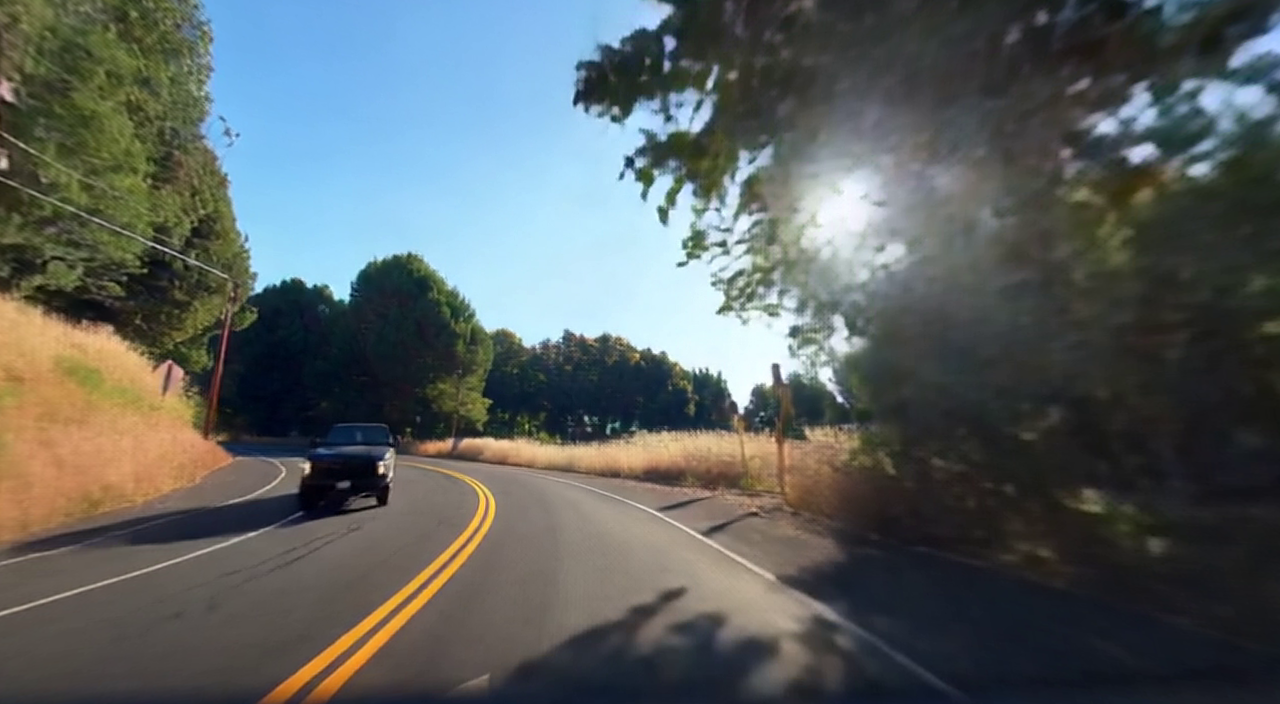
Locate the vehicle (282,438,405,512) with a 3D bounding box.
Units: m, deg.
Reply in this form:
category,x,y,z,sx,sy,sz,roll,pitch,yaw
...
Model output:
category,x,y,z,sx,sy,sz,roll,pitch,yaw
vehicle,-6.840,2.811,15.066,2.063,1.443,4.488,2,-9,-18
